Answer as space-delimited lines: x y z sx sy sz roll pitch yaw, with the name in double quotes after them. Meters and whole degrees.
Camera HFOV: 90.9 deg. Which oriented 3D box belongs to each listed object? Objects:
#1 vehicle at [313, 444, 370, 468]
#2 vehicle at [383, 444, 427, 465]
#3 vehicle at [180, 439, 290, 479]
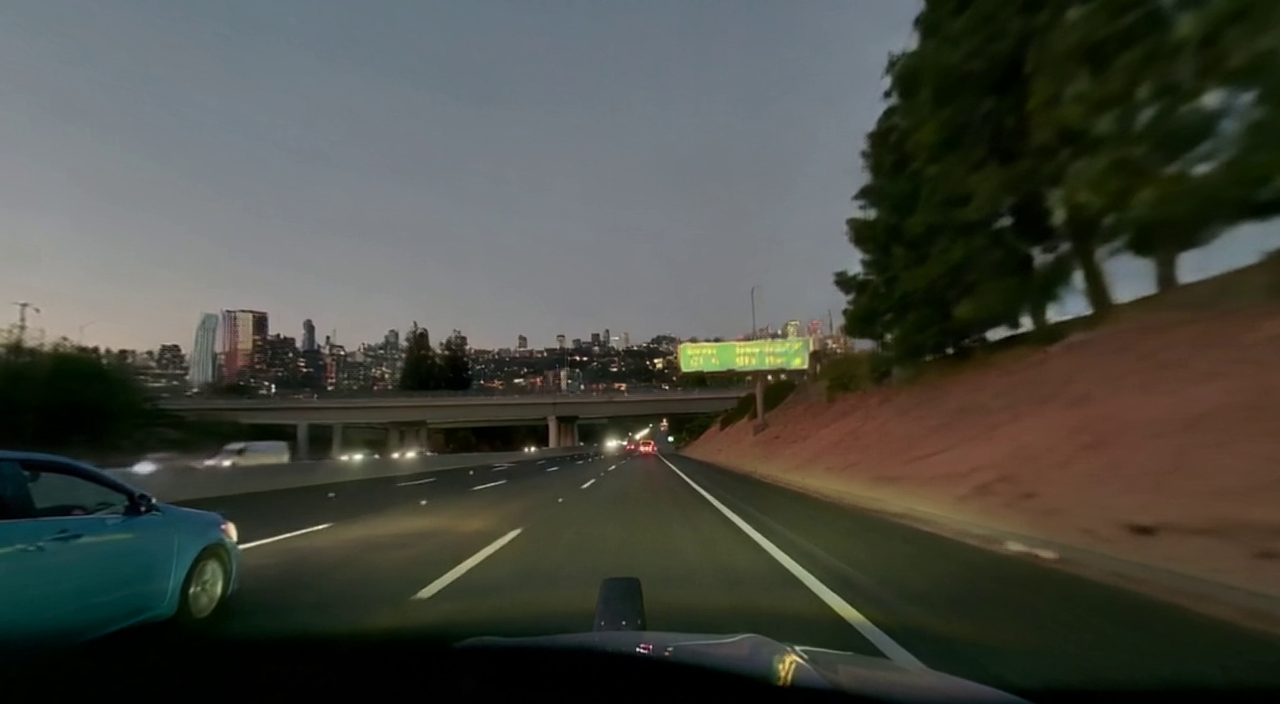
-20.064 6.982 42.515 1.890 1.538 3.644 -1 -8 3 "vehicle"
-16.019 6.994 43.139 1.530 1.404 3.459 0 -8 2 "vehicle"
-19.882 5.239 31.264 2.156 1.806 4.697 -1 -8 3 "vehicle"
